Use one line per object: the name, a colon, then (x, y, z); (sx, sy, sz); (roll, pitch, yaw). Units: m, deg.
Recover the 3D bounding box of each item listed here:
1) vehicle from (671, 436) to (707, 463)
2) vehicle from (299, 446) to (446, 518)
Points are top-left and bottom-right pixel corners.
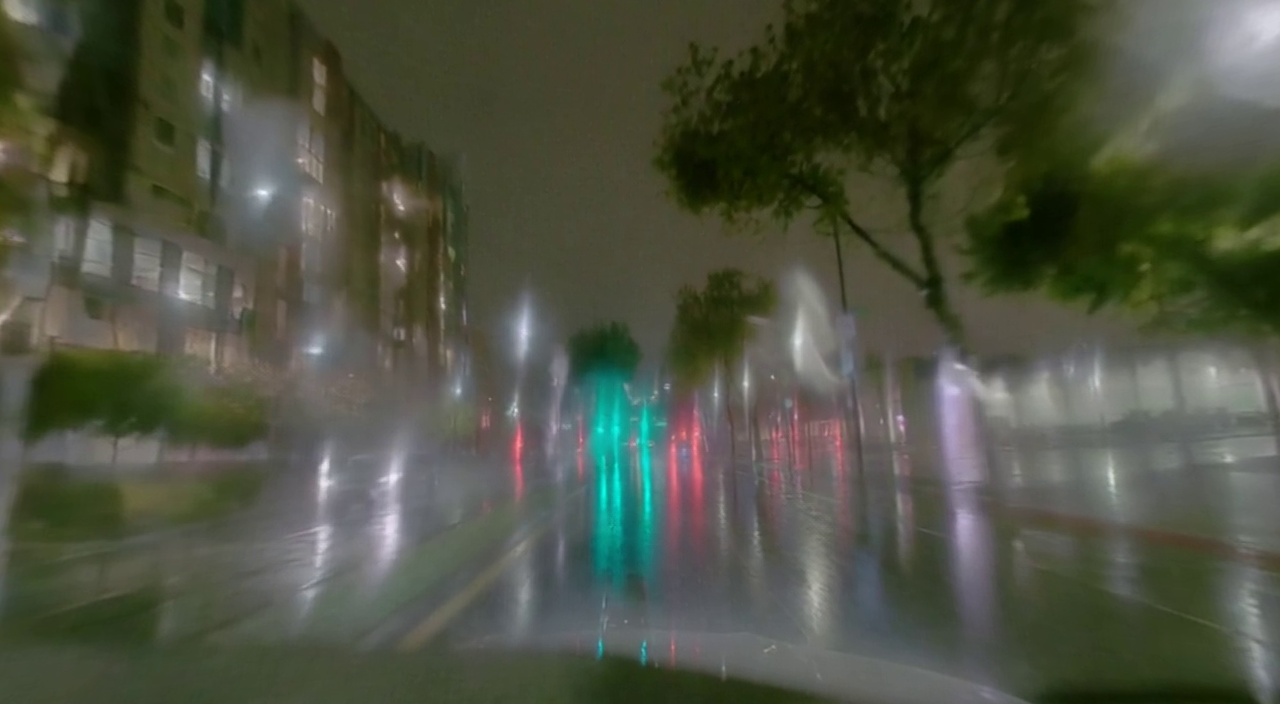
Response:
vehicle: (3.286, 6.611, 42.859); (2.129, 1.719, 4.205); (0, -8, 0)
vehicle: (-7.195, 3.500, 17.602); (2.031, 1.723, 4.566); (0, -8, 1)
